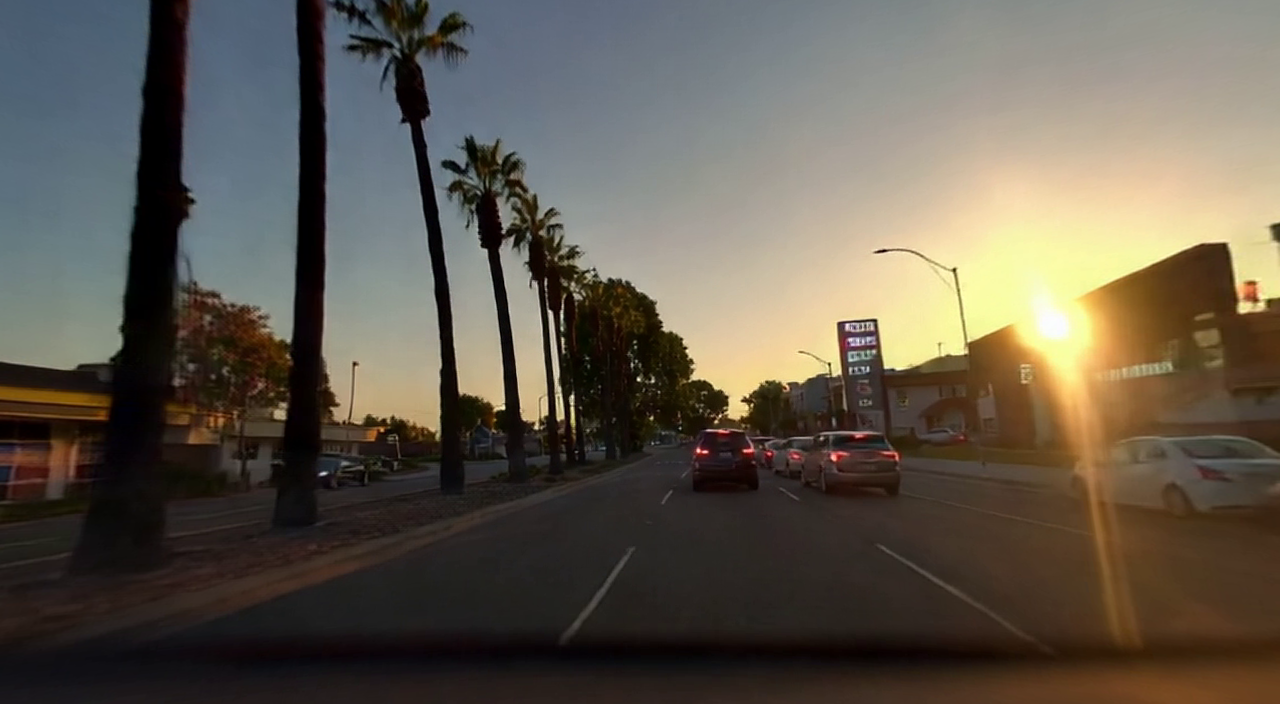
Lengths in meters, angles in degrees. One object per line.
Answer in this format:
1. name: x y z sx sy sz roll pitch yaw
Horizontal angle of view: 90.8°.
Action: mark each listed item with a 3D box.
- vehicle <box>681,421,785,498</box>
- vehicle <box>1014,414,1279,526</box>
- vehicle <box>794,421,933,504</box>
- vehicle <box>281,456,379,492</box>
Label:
1. vehicle: 2.423 2.953 17.590 2.428 1.816 4.959 -1 -9 5
2. vehicle: 9.298 2.136 11.880 1.881 1.658 4.595 -1 -9 3
3. vehicle: 5.427 2.761 16.068 2.187 1.777 4.444 -1 -9 4
4. vehicle: -14.266 5.628 29.416 1.857 1.446 4.615 -3 -9 6
